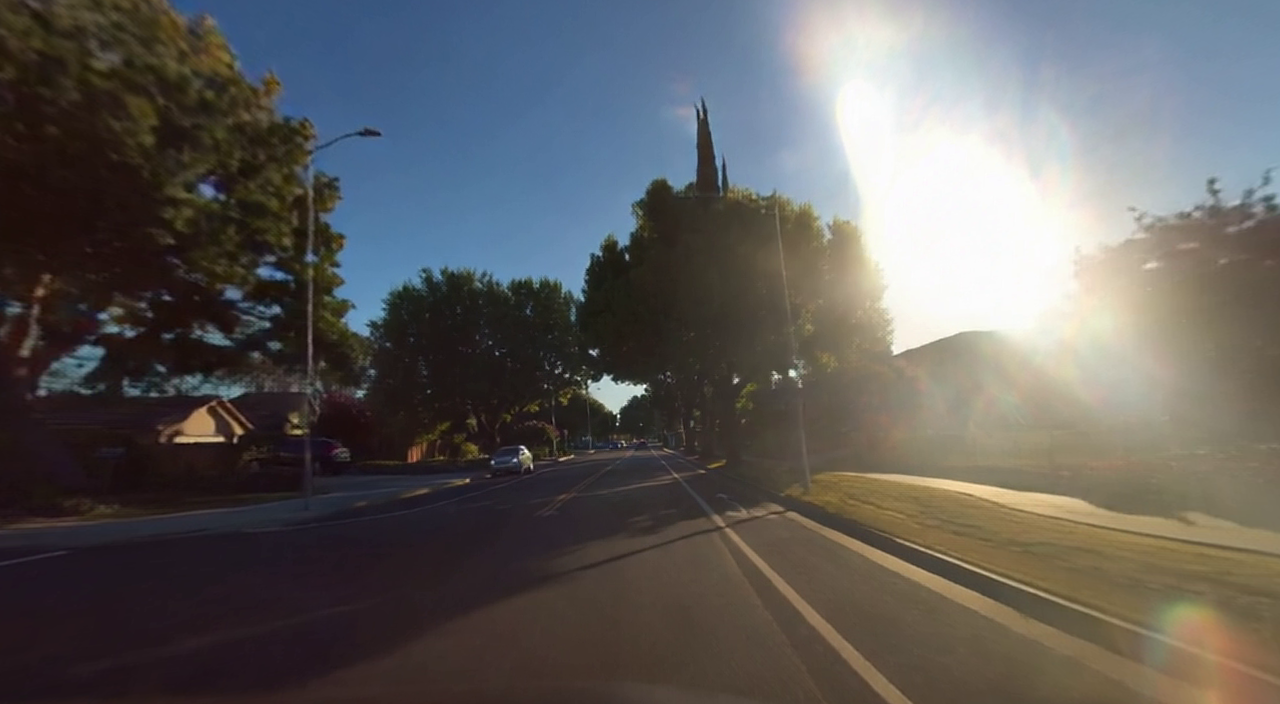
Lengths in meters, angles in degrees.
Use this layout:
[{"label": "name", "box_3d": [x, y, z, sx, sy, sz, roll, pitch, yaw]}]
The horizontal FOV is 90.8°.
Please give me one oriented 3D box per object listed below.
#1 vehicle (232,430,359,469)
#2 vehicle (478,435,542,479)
[{"label": "vehicle", "box_3d": [-15.633, 4.441, 28.804, 4.735, 1.712, 1.992, -2, -9, 9]}, {"label": "vehicle", "box_3d": [-6.572, 5.381, 32.521, 2.176, 1.885, 5.174, -4, -9, -1]}]
